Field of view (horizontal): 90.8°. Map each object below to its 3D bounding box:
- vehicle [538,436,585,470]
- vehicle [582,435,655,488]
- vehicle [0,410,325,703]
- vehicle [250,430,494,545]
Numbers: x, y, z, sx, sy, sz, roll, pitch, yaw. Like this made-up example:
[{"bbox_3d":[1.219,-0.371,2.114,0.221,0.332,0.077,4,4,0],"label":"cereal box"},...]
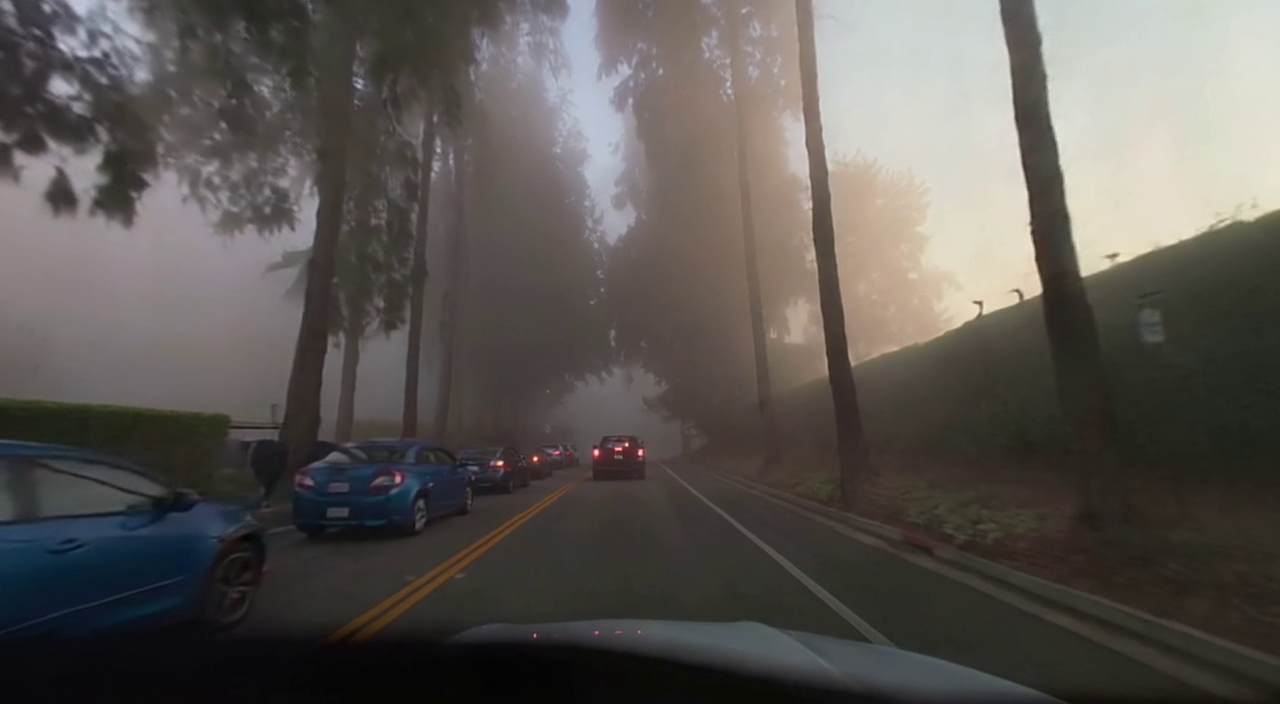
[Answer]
[{"bbox_3d":[-4.128,5.378,33.844,1.983,1.697,4.285,0,-8,0],"label":"vehicle"},{"bbox_3d":[-0.657,3.473,20.413,2.127,1.517,4.090,0,-8,-1],"label":"vehicle"},{"bbox_3d":[-3.692,1.046,3.121,2.030,1.452,4.312,0,-8,0],"label":"vehicle"},{"bbox_3d":[-4.017,2.101,10.576,1.968,1.459,4.734,0,-8,1],"label":"vehicle"}]
